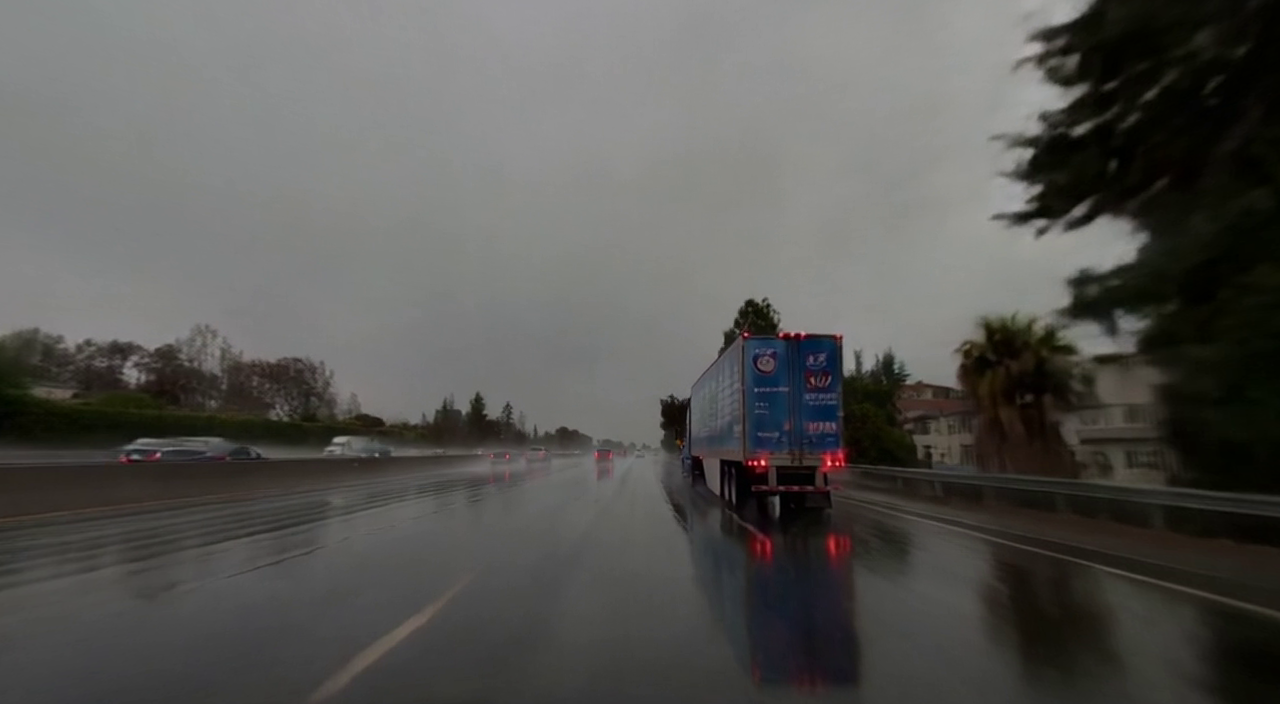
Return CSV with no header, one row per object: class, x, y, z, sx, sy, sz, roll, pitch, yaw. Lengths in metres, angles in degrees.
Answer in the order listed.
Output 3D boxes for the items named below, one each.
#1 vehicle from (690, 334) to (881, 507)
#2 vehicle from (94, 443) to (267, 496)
vehicle,4.021,2.743,22.681,3.140,4.100,15.551,0,-9,0
vehicle,-14.503,3.703,20.386,1.982,1.471,4.747,0,-9,0
